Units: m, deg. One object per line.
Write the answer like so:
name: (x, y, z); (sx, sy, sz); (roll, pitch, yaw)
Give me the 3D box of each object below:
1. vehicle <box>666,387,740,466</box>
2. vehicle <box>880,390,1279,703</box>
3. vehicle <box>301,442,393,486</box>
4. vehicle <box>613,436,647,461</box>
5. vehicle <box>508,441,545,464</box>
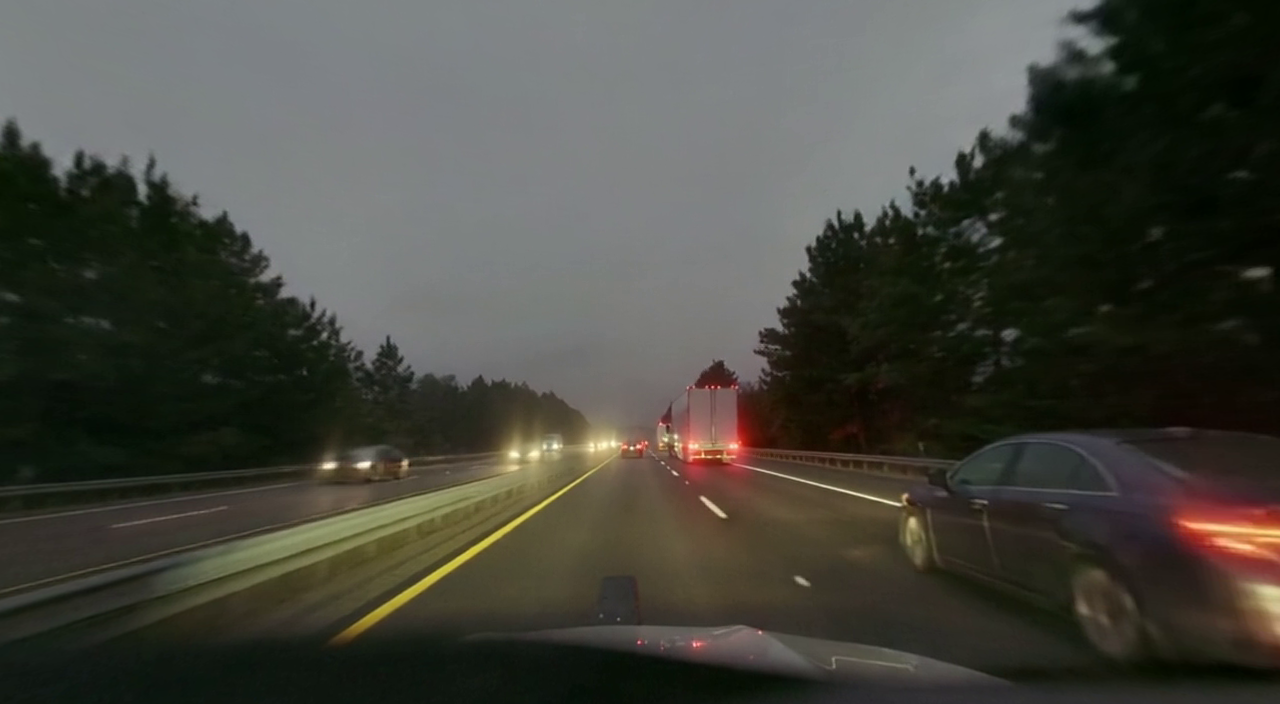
vehicle: (3.510, 4.743, 39.070); (2.919, 4.004, 13.911); (0, -8, -1)
vehicle: (3.752, 1.211, 4.792); (2.072, 1.534, 4.300); (0, -8, -1)
vehicle: (-12.165, 4.628, 26.444); (1.900, 1.638, 4.089); (0, -8, 0)
vehicle: (-0.695, 6.627, 43.622); (2.192, 1.623, 4.887); (0, -8, -1)
vehicle: (-8.190, 7.240, 45.649); (1.862, 1.525, 4.059); (0, -8, 0)
